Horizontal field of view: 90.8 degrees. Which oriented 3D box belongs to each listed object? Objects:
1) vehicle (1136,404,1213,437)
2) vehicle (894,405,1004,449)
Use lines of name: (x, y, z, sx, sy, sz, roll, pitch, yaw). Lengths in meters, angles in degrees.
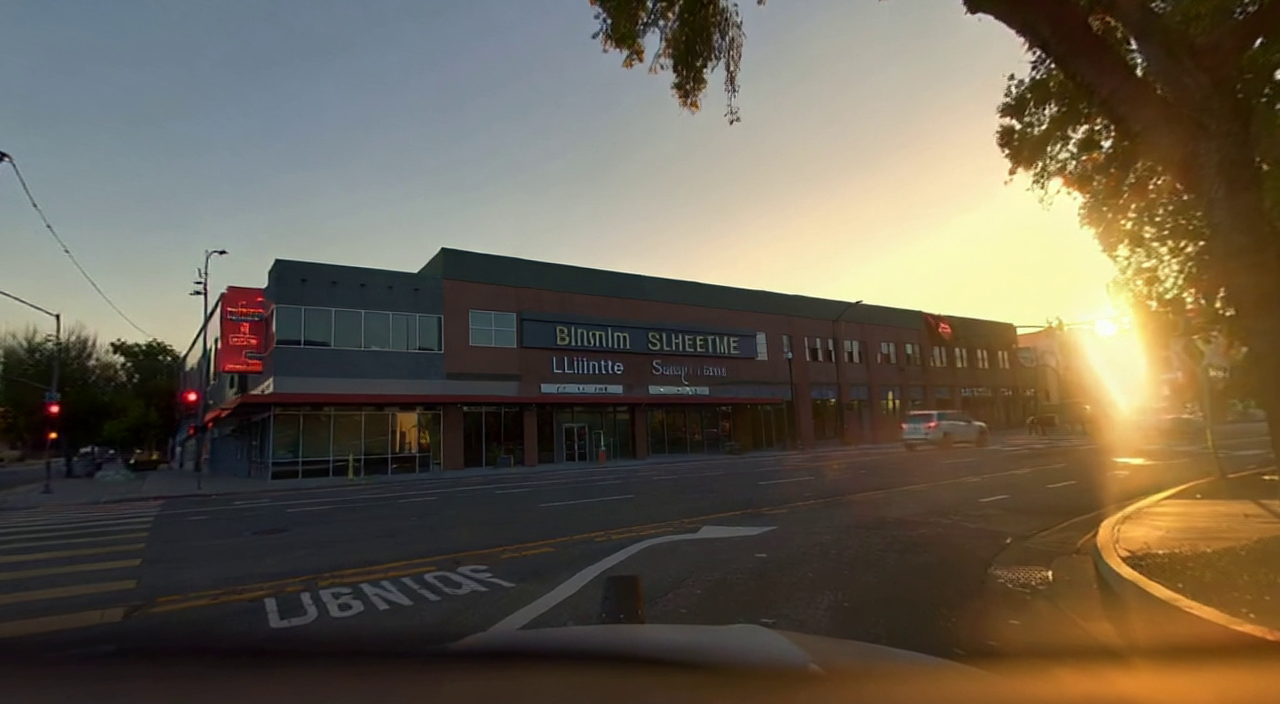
vehicle: (29.447, 3.812, 34.771, 4.377, 1.624, 1.953, 5, -10, -33)
vehicle: (13.643, 3.370, 27.836, 4.689, 1.758, 2.146, 5, -10, -33)
